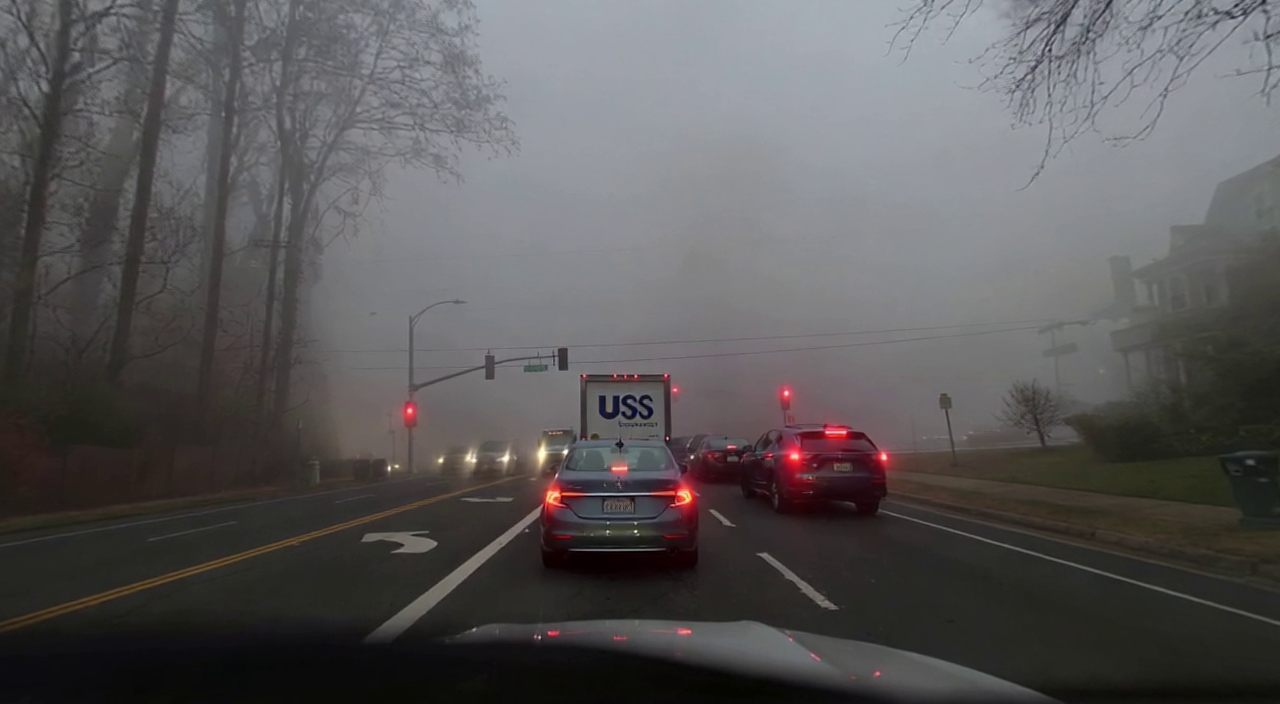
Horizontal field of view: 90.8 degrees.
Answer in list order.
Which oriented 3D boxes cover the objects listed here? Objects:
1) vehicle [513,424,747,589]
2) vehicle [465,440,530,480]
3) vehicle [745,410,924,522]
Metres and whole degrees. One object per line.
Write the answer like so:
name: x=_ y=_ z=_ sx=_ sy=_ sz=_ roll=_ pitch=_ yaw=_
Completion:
vehicle: x=-0.147 y=1.721 z=7.934 sx=2.135 sy=1.483 sz=4.207 roll=0 pitch=-8 yaw=-2
vehicle: x=-6.355 y=4.865 z=28.680 sx=1.962 sy=1.640 sz=4.161 roll=0 pitch=-8 yaw=0
vehicle: x=3.605 y=2.229 z=12.807 sx=2.145 sy=1.847 sz=4.524 roll=0 pitch=-8 yaw=-1
